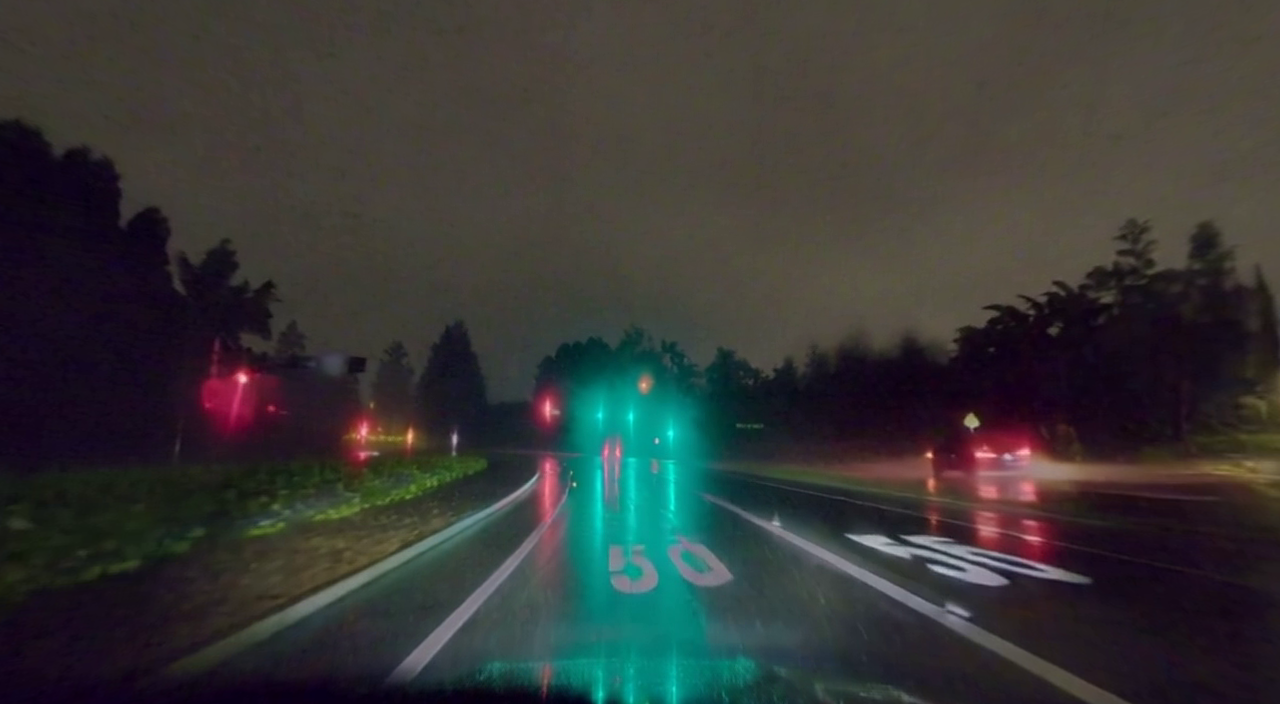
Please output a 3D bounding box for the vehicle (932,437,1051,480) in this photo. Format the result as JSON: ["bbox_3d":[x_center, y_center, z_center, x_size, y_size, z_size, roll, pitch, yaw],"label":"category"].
[{"bbox_3d":[16.260,4.918,29.366,4.457,1.724,1.871,3,-8,-1],"label":"vehicle"}]
